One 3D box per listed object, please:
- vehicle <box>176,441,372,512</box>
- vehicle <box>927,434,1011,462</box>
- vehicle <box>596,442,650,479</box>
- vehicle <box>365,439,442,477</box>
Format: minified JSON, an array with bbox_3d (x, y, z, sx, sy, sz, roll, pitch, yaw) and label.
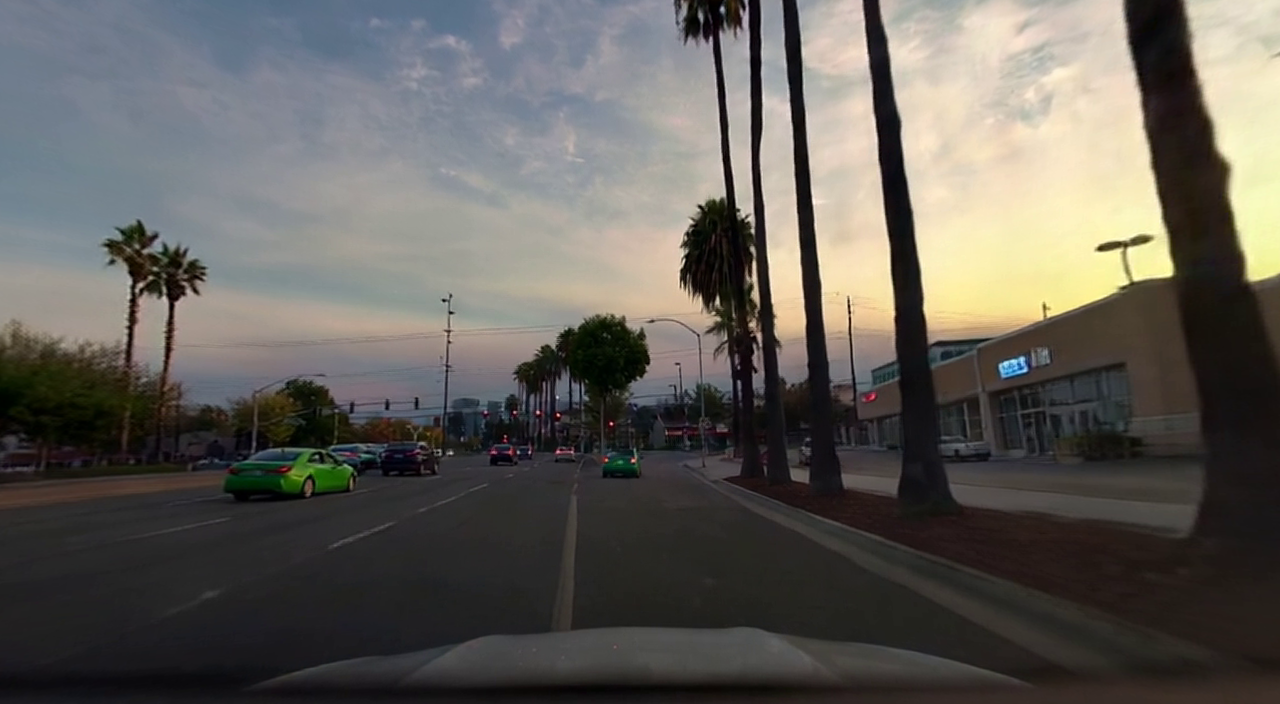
[{"bbox_3d":[-8.499,2.906,15.293,1.958,1.455,4.504,0,-9,1],"label":"vehicle"},{"bbox_3d":[18.803,5.575,36.377,1.882,1.463,4.550,2,-10,-8],"label":"vehicle"},{"bbox_3d":[-0.655,4.786,28.153,2.070,1.493,4.570,0,-9,3],"label":"vehicle"},{"bbox_3d":[-11.337,5.113,30.715,2.108,1.669,5.076,1,-9,-5],"label":"vehicle"}]
